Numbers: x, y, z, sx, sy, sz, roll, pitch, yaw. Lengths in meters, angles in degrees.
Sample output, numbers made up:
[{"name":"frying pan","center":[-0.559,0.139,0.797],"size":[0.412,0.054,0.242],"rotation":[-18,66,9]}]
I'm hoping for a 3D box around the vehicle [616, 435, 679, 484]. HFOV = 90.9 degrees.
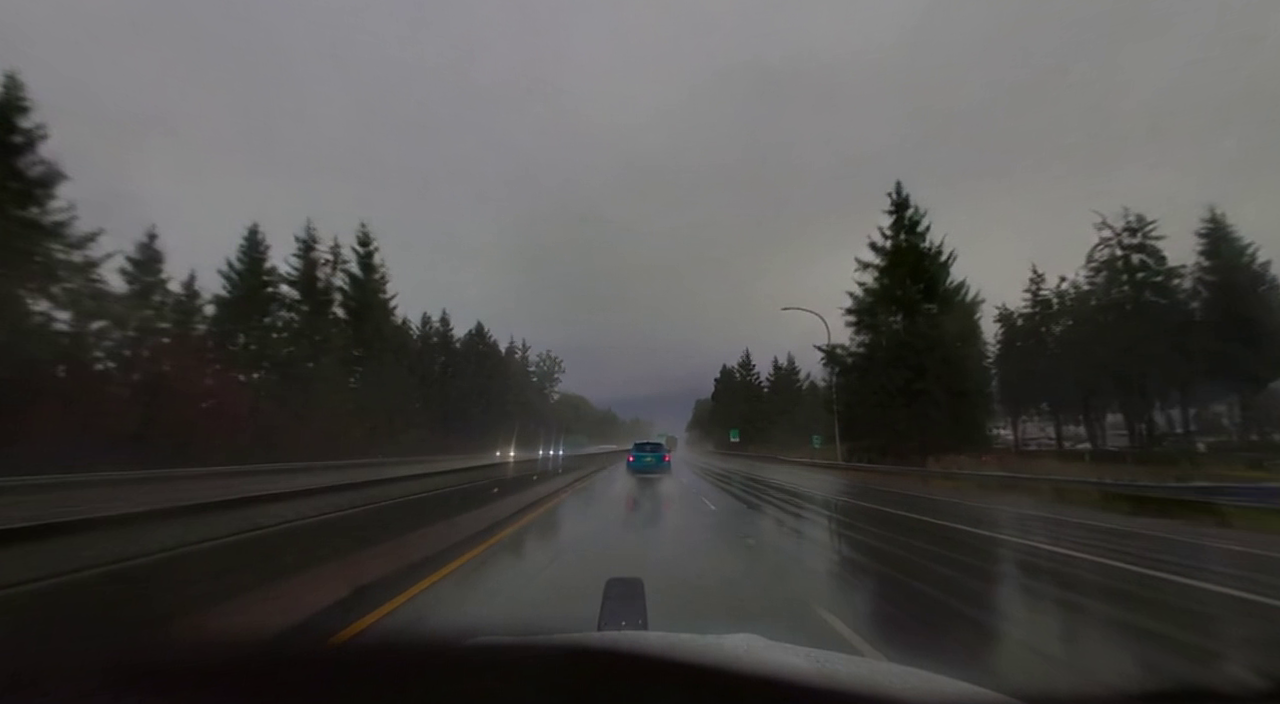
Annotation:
[{"name":"vehicle","center":[0.286,4.063,24.038],"size":[2.190,1.706,4.062],"rotation":[0,-9,1]}]
